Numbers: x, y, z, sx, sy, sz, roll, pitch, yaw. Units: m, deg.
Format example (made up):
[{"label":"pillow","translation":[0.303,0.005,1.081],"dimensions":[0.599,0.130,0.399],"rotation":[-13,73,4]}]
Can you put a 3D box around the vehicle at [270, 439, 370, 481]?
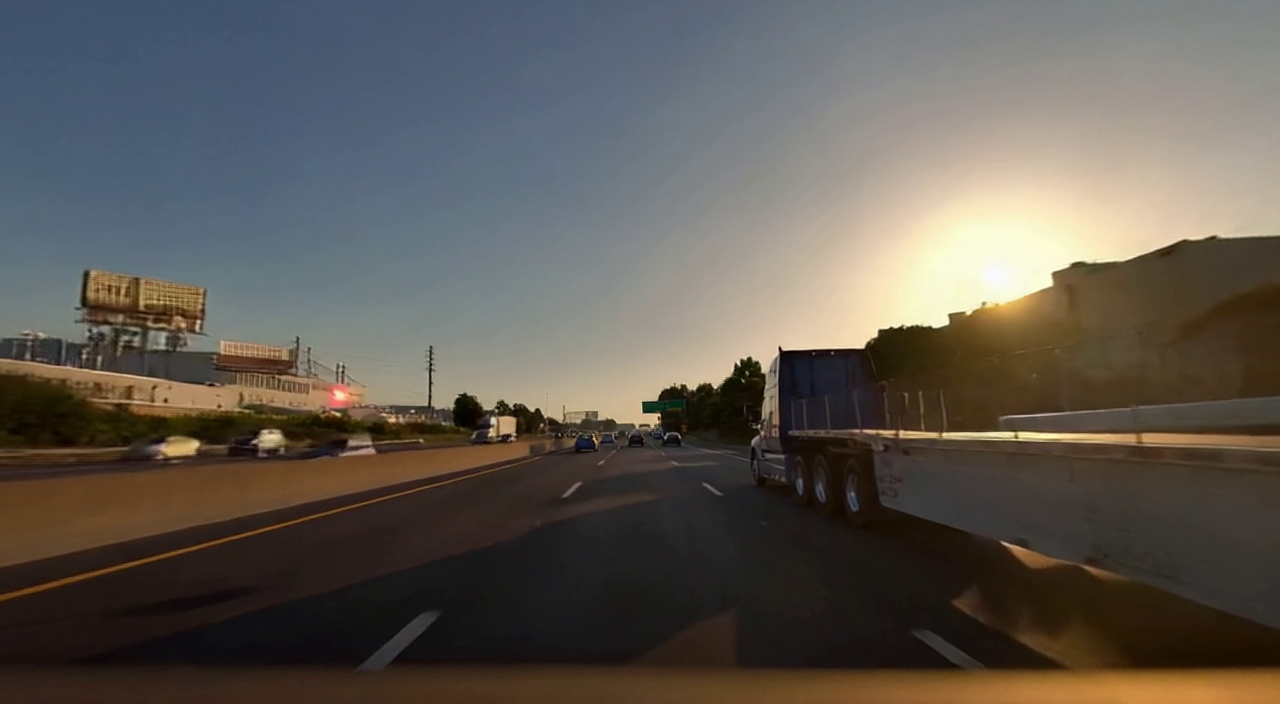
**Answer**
[{"label":"vehicle","translation":[-11.832,3.978,23.569],"dimensions":[1.850,1.406,3.498],"rotation":[0,-8,1]}]

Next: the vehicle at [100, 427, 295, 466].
[{"label":"vehicle","translation":[-33.415,7.298,49.533],"dimensions":[2.569,2.479,17.762],"rotation":[0,-8,1]}]

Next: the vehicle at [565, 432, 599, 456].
[{"label":"vehicle","translation":[-3.692,5.965,40.943],"dimensions":[1.930,1.484,3.849],"rotation":[0,-8,-1]}]

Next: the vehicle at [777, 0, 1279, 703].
[{"label":"vehicle","translation":[3.794,-0.009,4.320],"dimensions":[2.871,3.815,11.331],"rotation":[0,-8,-1]}]
